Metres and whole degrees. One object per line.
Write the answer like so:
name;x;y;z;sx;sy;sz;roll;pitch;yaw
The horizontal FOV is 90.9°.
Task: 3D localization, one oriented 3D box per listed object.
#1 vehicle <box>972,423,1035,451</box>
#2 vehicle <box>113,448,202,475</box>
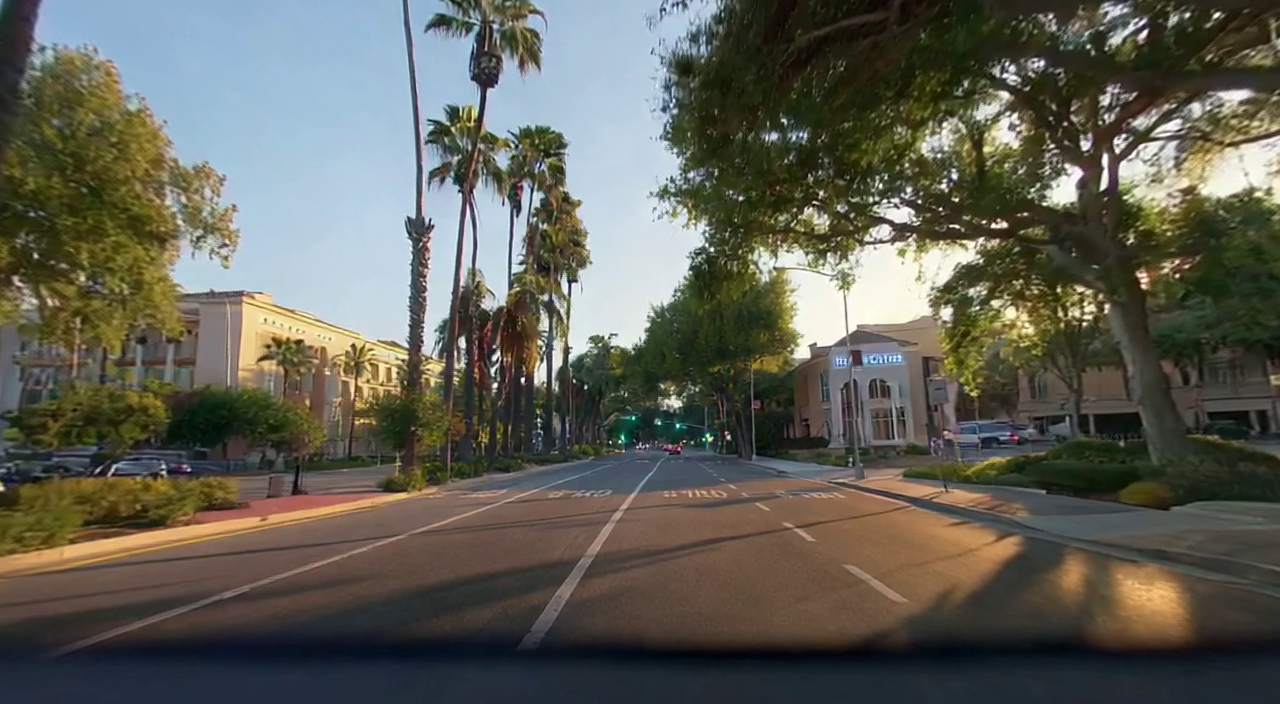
vehicle;25.254;5.952;43.987;2.222;1.818;5.099;-2;-9;12
vehicle;-33.600;7.625;44.110;2.020;1.768;5.003;-1;-8;5
